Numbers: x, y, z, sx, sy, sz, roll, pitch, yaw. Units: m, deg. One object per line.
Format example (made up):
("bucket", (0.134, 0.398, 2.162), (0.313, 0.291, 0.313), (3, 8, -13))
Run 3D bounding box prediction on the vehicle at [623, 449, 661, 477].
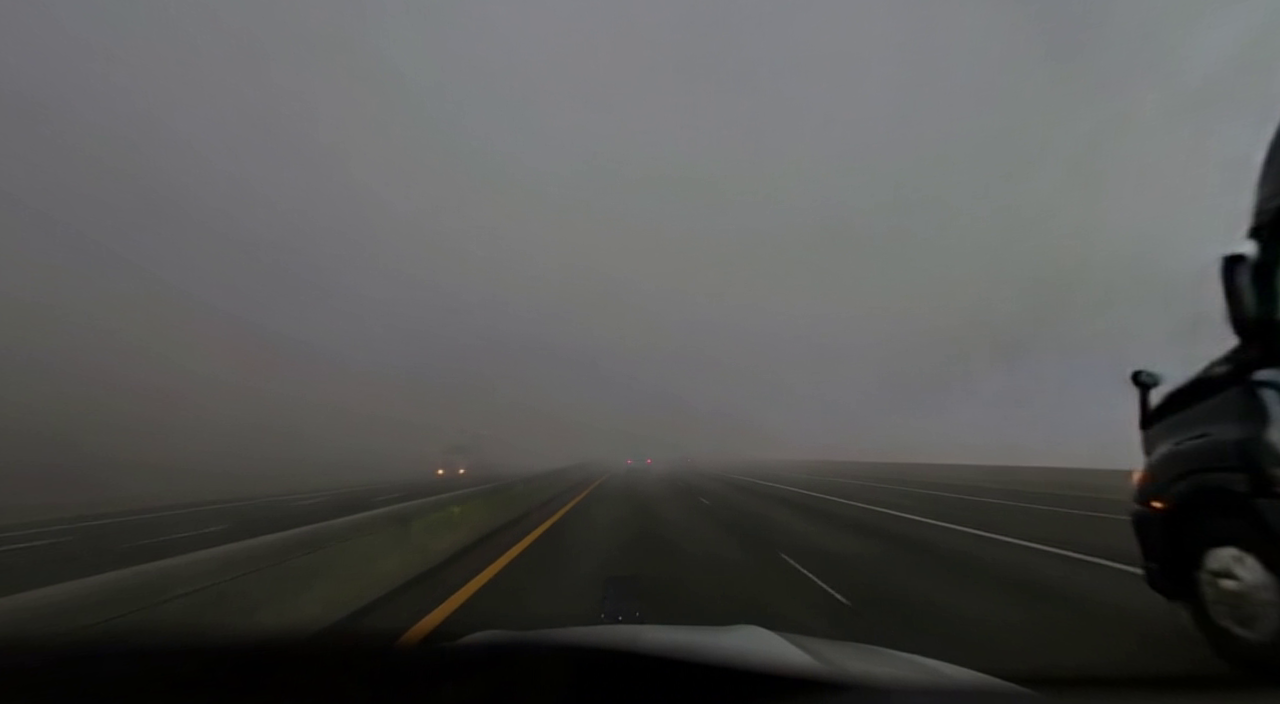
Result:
("vehicle", (0.091, 6.292, 35.776), (2.083, 1.473, 3.923), (0, -9, -1))
